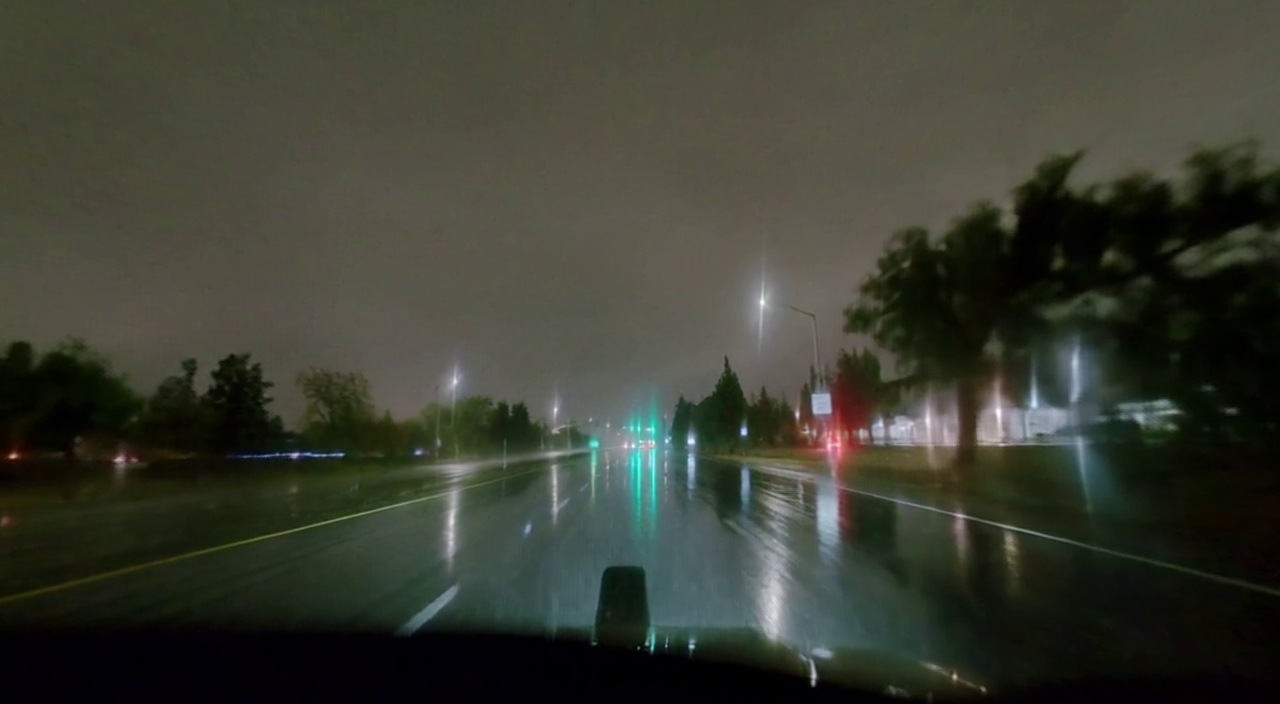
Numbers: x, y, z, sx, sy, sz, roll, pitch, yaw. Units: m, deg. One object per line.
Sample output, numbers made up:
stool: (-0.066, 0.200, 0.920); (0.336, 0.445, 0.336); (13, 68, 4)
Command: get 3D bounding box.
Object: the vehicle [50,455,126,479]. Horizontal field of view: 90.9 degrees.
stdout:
vehicle: (-43.477, 9.054, 49.767); (1.882, 1.684, 4.541); (0, -8, 0)
